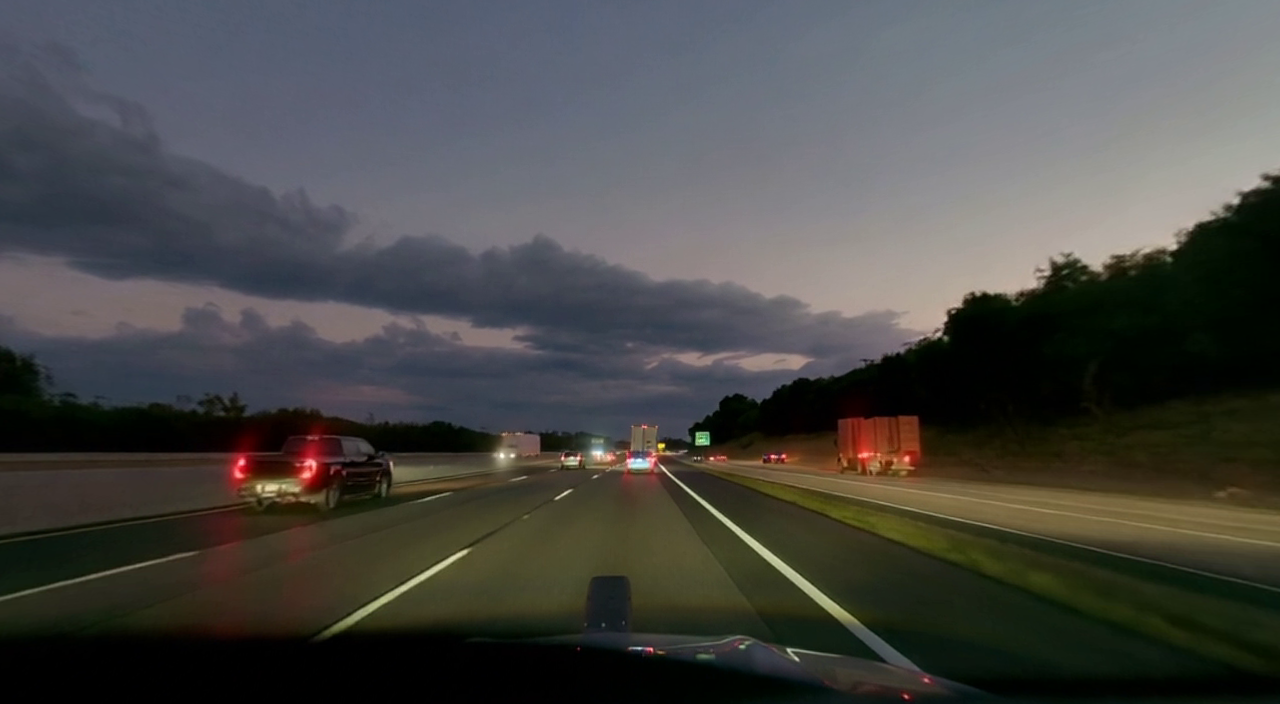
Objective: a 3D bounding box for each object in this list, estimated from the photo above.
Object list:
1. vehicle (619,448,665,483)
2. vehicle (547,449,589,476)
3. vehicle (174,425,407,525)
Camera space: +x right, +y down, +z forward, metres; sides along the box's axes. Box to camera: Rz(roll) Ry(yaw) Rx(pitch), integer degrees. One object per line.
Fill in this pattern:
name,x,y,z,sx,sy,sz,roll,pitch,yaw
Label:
vehicle,0.073,5.200,29.093,1.991,1.507,3.391,0,-9,-1
vehicle,-4.253,6.601,37.922,2.018,1.504,4.431,0,-9,0
vehicle,-7.647,2.762,14.696,2.316,1.875,5.337,0,-9,0
